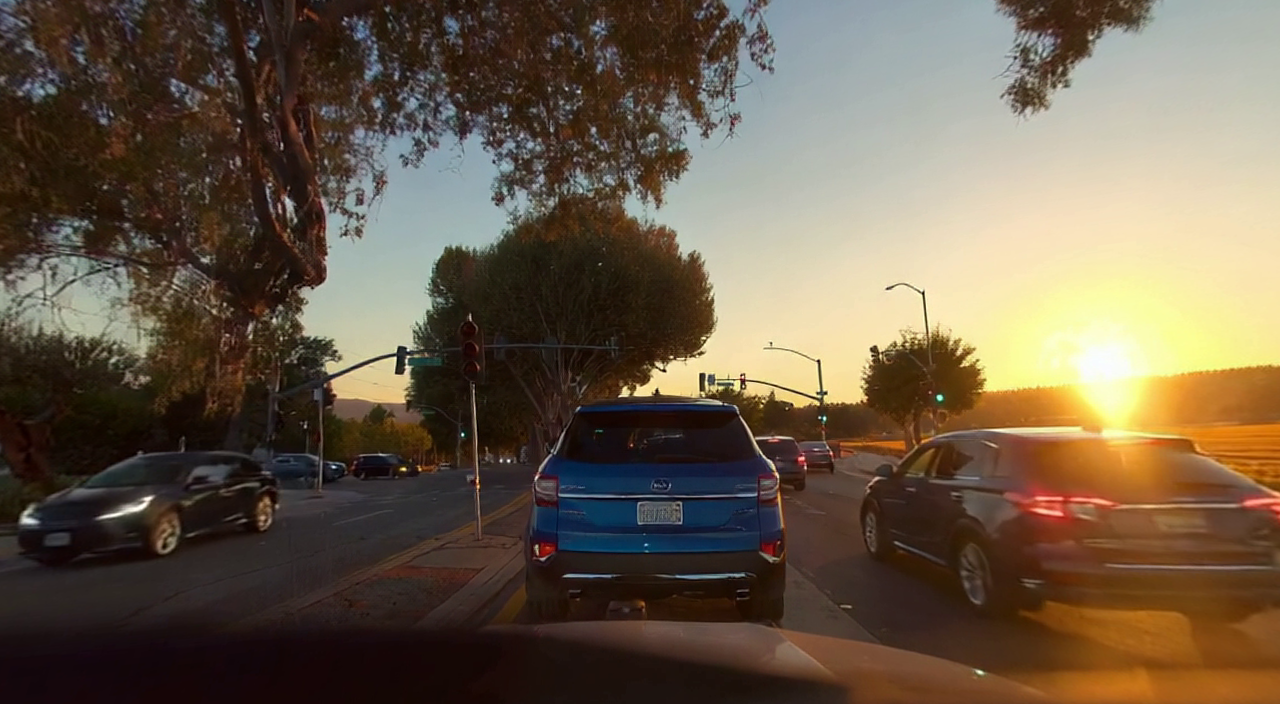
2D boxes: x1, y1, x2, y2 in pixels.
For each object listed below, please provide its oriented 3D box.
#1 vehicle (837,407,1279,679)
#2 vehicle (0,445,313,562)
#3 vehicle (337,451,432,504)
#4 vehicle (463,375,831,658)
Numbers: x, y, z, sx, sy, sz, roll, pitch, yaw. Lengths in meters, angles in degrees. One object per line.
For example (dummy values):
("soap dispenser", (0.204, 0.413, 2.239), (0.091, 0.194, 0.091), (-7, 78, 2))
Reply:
("vehicle", (3.498, 1.357, 5.636), (2.097, 1.473, 4.252), (0, -8, 0))
("vehicle", (-8.452, 2.588, 11.713), (2.026, 1.680, 4.608), (-1, -8, 4))
("vehicle", (-8.398, 4.113, 21.200), (2.265, 1.458, 4.559), (2, -9, -14))
("vehicle", (0.041, 1.330, 6.113), (2.298, 1.770, 4.138), (0, -8, 0))
